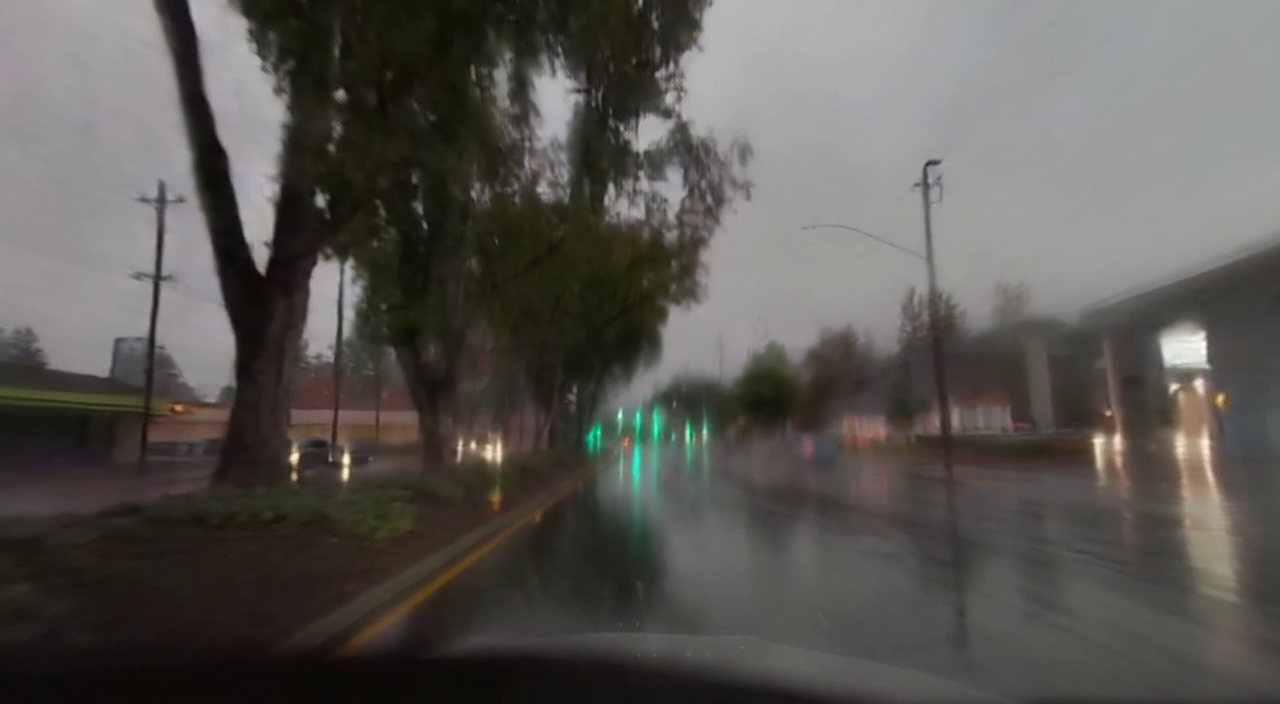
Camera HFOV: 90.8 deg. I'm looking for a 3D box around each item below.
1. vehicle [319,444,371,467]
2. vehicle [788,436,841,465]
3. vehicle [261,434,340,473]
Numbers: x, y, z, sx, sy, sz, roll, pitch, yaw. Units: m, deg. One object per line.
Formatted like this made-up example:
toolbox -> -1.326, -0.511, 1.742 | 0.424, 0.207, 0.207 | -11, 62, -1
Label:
vehicle -> -19.410, 6.825, 41.722 | 1.664, 1.443, 3.701 | 0, -8, 0
vehicle -> 10.133, 5.738, 36.954 | 1.901, 1.586, 3.903 | 0, -8, 0
vehicle -> -19.422, 5.838, 36.390 | 1.954, 2.000, 4.687 | -2, -9, 0
